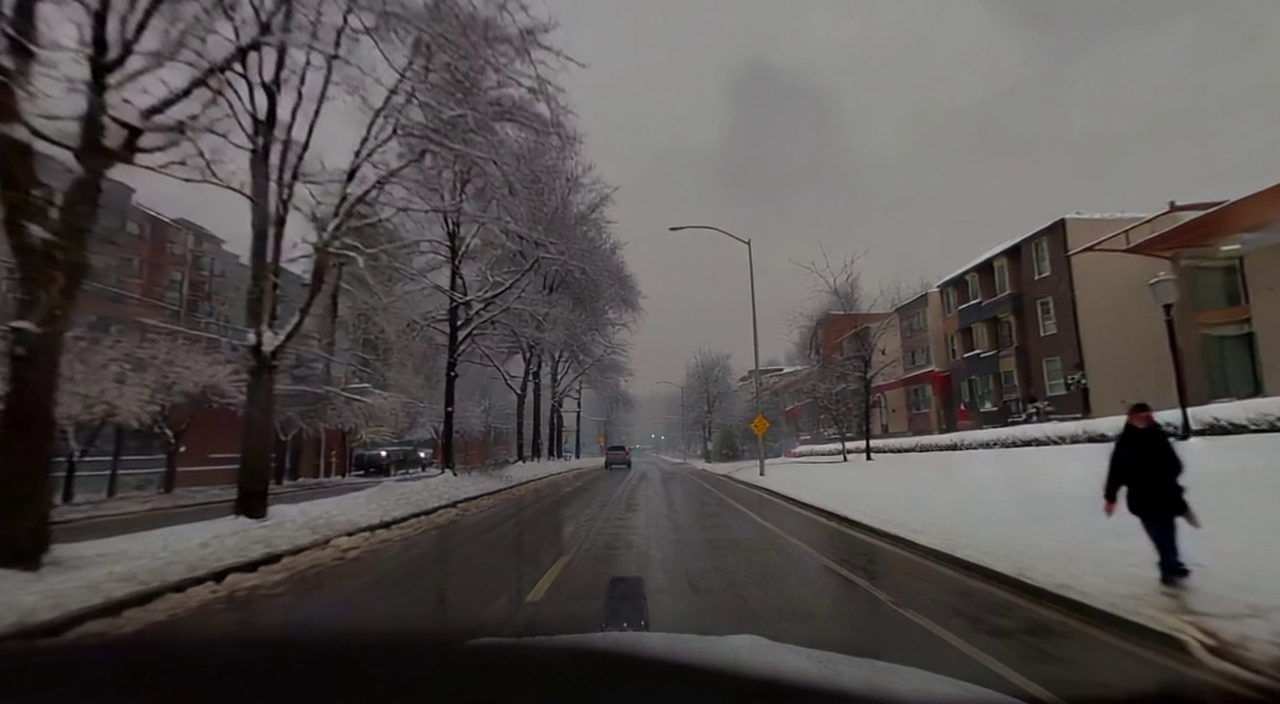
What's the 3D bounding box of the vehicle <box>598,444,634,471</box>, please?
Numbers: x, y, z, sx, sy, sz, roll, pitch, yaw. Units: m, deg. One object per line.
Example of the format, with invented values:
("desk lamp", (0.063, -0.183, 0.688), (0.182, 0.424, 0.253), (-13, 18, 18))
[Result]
("vehicle", (-1.676, 7.665, 45.946), (2.294, 1.859, 5.127), (0, -9, 1))
